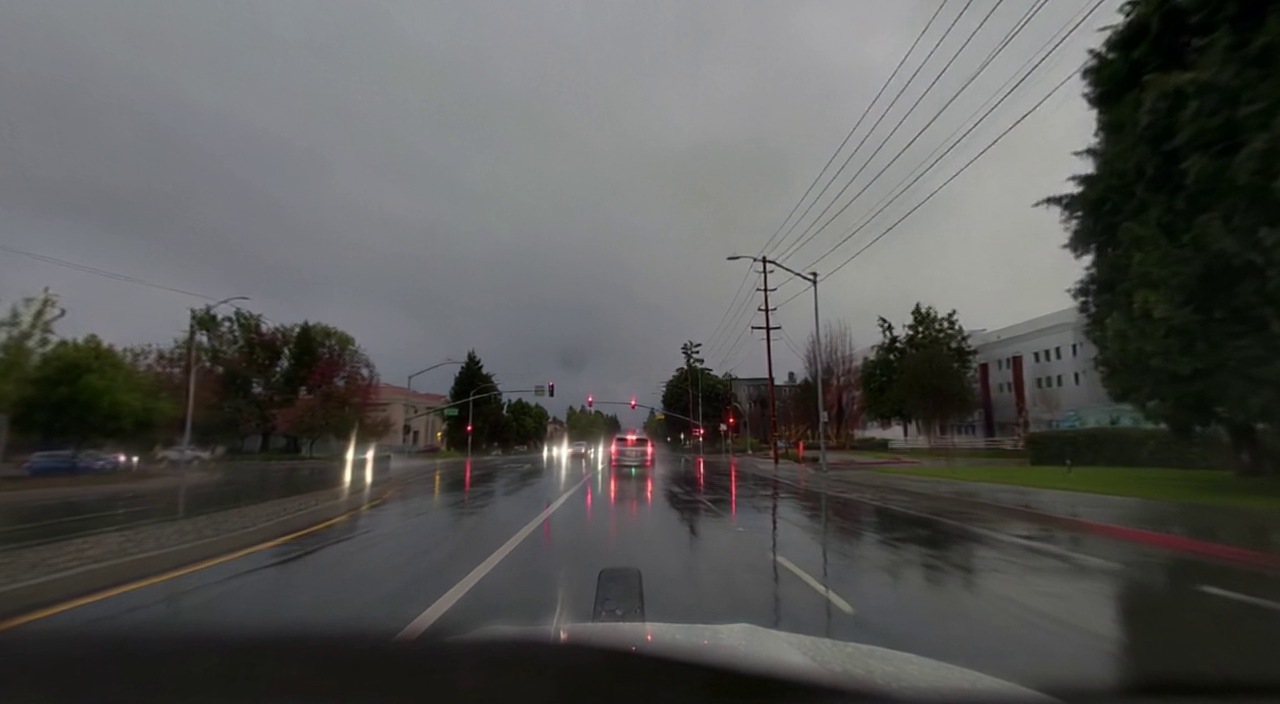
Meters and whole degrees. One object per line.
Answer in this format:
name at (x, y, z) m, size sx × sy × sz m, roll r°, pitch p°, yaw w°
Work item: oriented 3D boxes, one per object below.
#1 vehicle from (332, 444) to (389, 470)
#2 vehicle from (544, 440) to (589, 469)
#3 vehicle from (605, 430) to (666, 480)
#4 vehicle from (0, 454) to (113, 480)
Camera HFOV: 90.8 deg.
vehicle at (-19.478, 7.314, 44.247) m, size 1.945 × 1.700 × 4.465 m, roll 0°, pitch -9°, yaw 0°
vehicle at (-4.034, 5.718, 35.415) m, size 2.075 × 1.474 × 4.367 m, roll 0°, pitch -8°, yaw -1°
vehicle at (-0.208, 4.022, 24.785) m, size 2.188 × 1.782 × 3.982 m, roll 0°, pitch -8°, yaw -1°
vehicle at (-34.242, 6.721, 37.129) m, size 4.608 × 1.435 × 2.076 m, roll 0°, pitch -8°, yaw 0°
